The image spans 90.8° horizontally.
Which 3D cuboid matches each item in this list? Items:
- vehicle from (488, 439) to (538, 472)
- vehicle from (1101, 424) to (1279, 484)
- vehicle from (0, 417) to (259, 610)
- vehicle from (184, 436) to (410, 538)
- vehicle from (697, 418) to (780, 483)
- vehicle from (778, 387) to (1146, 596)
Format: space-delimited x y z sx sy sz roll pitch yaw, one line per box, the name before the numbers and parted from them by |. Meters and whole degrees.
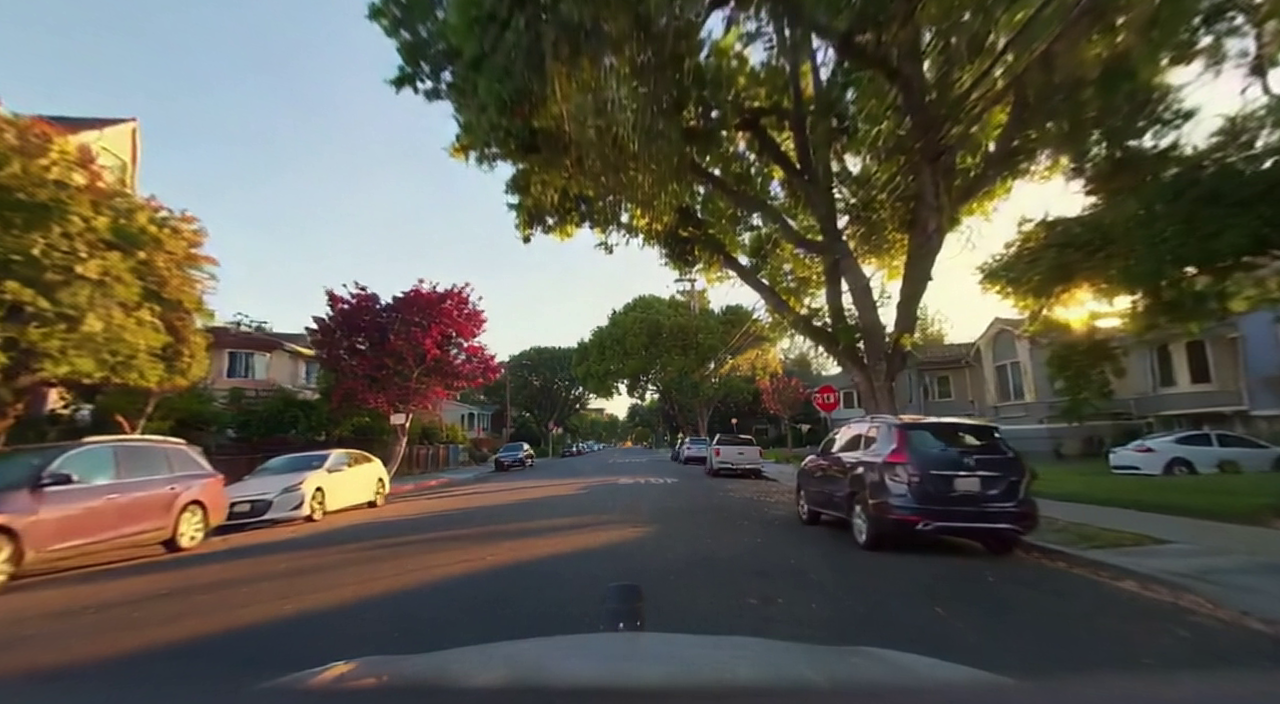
vehicle | -7.419 6.177 37.347 1.980 1.664 4.342 -5 -11 0
vehicle | 16.018 2.863 17.870 4.369 1.469 1.924 -2 -9 0
vehicle | -7.124 1.787 7.722 2.058 1.814 4.624 0 -8 -1
vehicle | -6.758 2.729 13.165 2.086 1.516 4.568 -6 -10 1
vehicle | 3.412 3.580 23.190 2.111 2.054 5.748 0 -8 0
vehicle | 3.195 1.481 7.545 2.069 1.750 4.294 0 -8 -1
